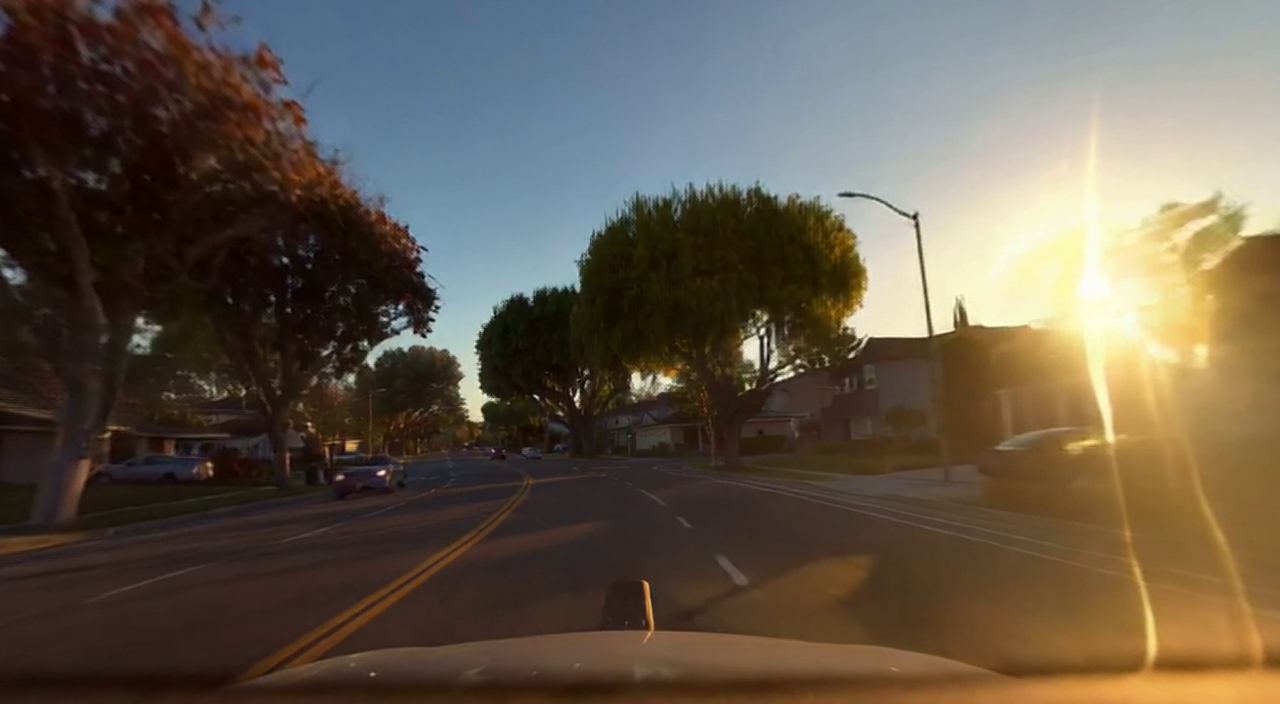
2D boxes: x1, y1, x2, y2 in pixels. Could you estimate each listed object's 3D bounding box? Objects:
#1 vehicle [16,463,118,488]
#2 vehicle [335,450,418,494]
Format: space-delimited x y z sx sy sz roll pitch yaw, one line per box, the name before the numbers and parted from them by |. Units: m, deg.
vehicle | -38.487 8.294 42.428 4.586 1.478 1.913 2 -9 -16
vehicle | -10.738 4.872 26.072 2.125 1.592 4.616 1 -8 -10
